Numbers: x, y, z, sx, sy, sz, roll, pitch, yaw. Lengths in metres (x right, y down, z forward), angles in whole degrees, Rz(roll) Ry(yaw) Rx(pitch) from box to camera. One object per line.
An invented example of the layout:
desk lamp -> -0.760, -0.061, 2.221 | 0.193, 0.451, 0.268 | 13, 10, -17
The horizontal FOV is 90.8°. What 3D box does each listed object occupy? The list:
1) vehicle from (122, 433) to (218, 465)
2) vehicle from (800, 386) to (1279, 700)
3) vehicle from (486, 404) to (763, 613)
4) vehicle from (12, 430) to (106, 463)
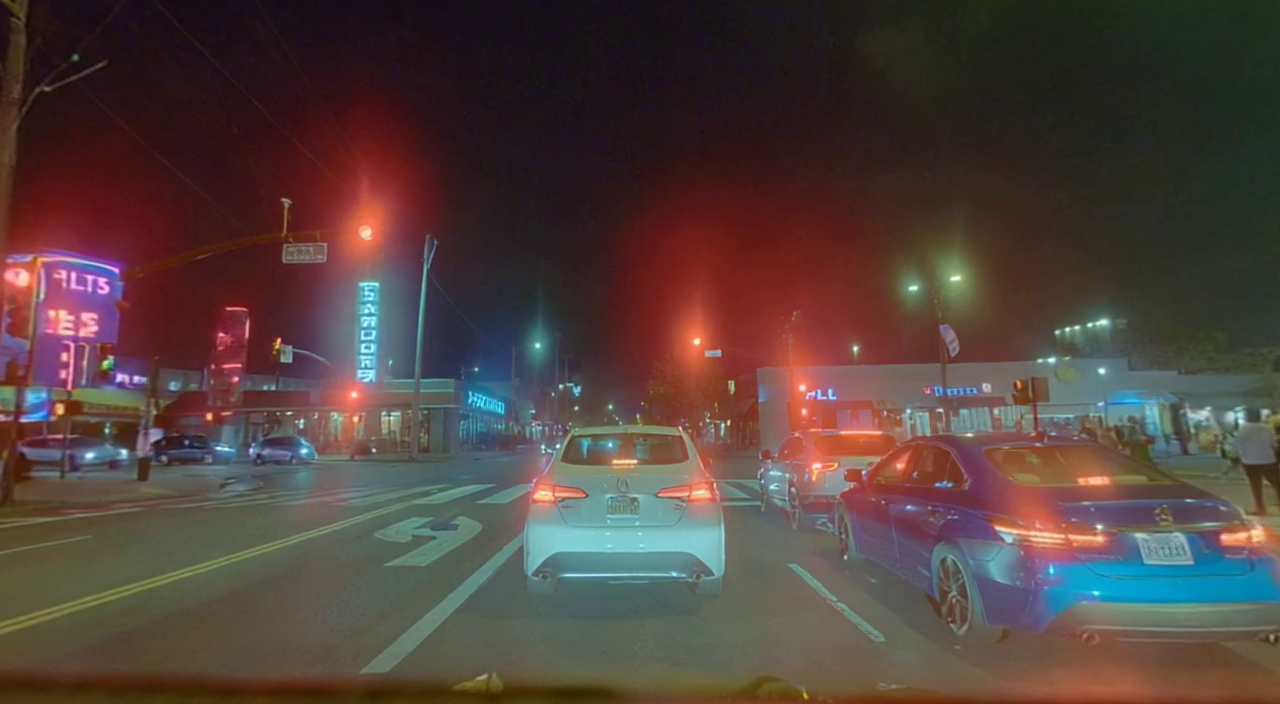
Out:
vehicle -> -25.269, 5.212, 33.960 | 4.253, 1.570, 2.132 | -4, -9, 22
vehicle -> 3.048, 1.330, 5.617 | 1.983, 1.654, 4.354 | 0, -8, -2
vehicle -> -0.124, 1.552, 7.285 | 2.123, 1.589, 4.702 | 0, -8, 0
vehicle -> -30.821, 5.026, 33.520 | 4.164, 1.652, 2.087 | -4, -9, 25
